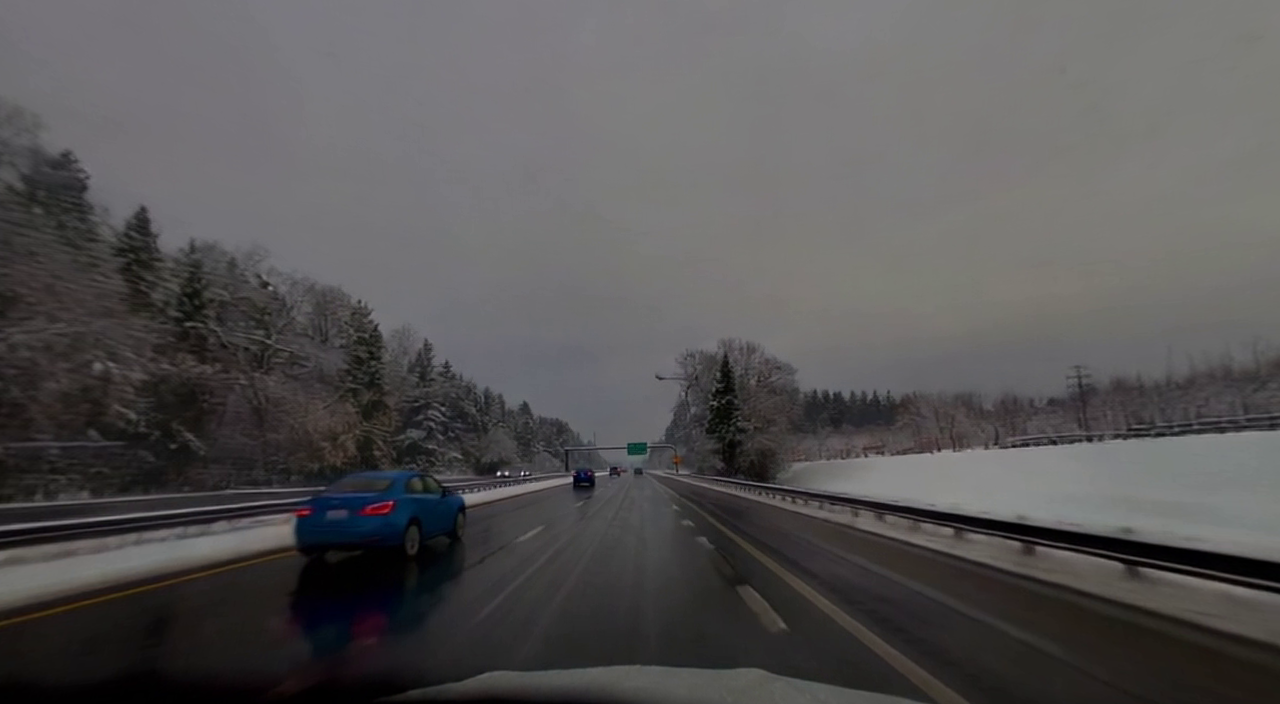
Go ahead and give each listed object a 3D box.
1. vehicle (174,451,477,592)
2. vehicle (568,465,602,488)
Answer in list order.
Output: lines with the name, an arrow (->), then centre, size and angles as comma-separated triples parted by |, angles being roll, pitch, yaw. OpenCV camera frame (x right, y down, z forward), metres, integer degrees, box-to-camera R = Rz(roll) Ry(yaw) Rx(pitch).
vehicle -> -4.001, 2.251, 9.114 | 1.995, 1.467, 4.467 | 0, -10, 1
vehicle -> -3.729, 8.577, 43.498 | 1.954, 1.509, 4.094 | 1, -10, 0
